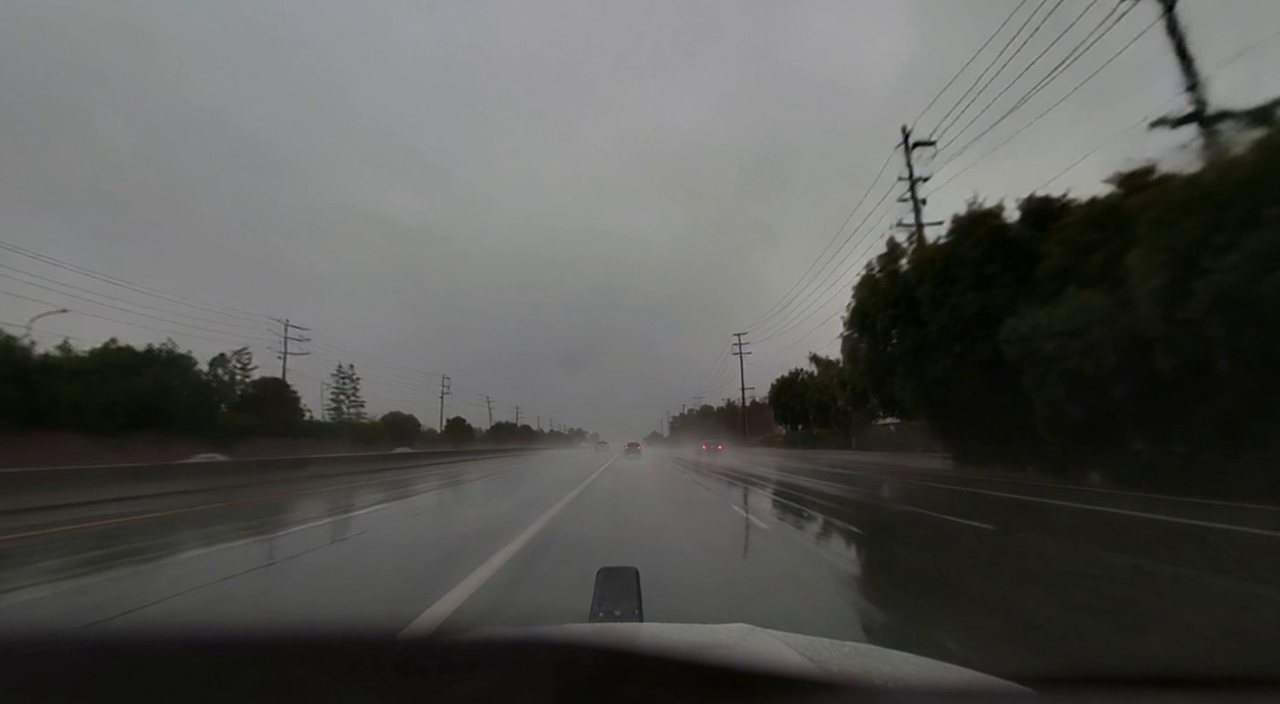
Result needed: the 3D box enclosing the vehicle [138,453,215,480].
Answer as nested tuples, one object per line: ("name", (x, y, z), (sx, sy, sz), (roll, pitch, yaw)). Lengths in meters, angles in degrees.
("vehicle", (-28.420, 7.025, 38.911), (1.755, 1.484, 3.979), (0, -9, -1))
